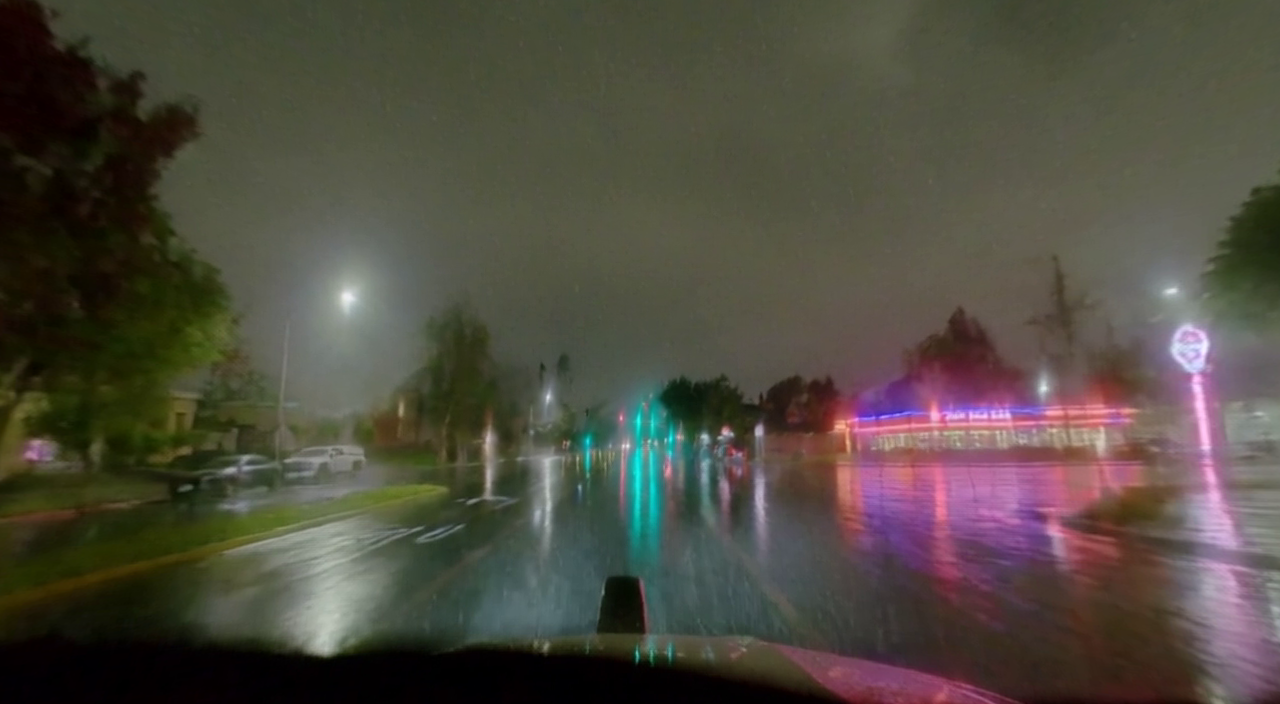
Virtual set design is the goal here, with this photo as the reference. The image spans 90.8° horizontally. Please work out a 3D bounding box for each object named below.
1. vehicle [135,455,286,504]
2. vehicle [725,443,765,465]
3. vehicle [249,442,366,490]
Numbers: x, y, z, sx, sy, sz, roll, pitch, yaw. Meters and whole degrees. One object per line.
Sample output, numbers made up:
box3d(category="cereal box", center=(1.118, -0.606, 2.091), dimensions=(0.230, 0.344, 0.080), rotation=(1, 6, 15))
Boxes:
box3d(category="vehicle", center=(-14.904, 4.415, 22.323), dimensions=(2.106, 1.479, 4.541), rotation=(0, -8, 1))
box3d(category="vehicle", center=(7.281, 7.090, 44.121), dimensions=(2.057, 1.478, 4.356), rotation=(0, -8, 0))
box3d(category="vehicle", center=(-14.788, 5.061, 28.638), dimensions=(2.164, 1.933, 5.804), rotation=(0, -8, 0))
